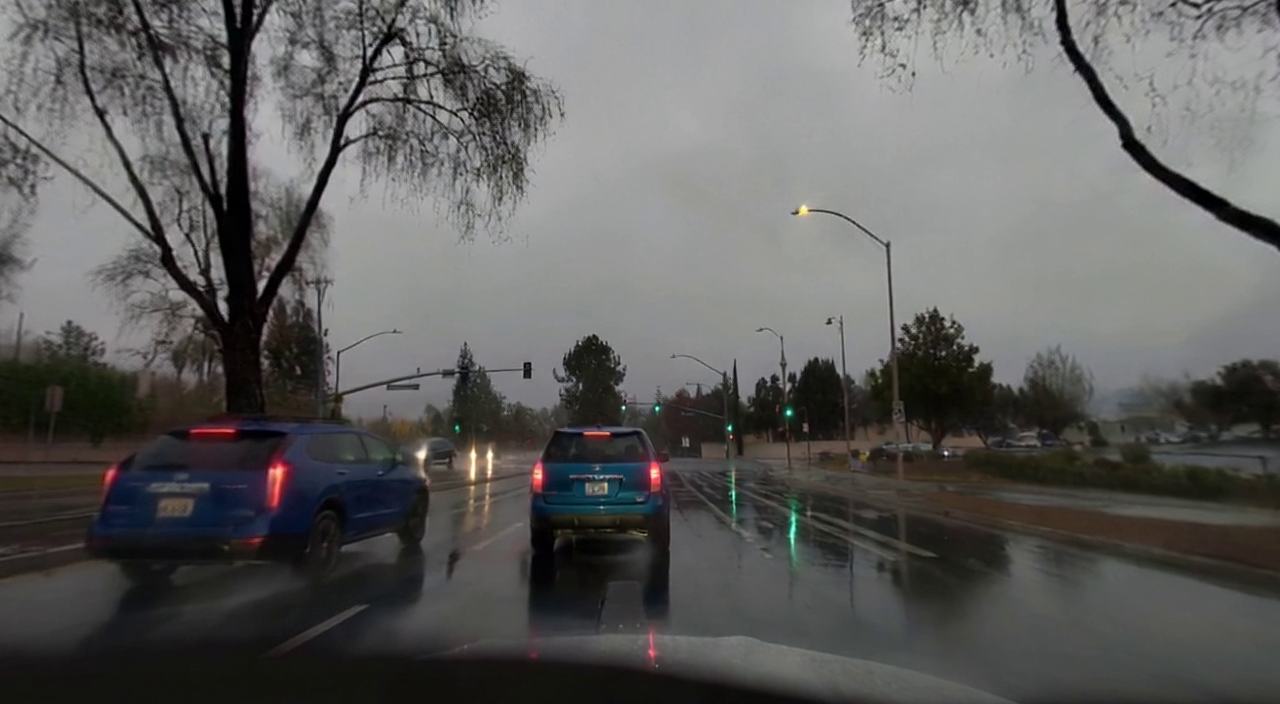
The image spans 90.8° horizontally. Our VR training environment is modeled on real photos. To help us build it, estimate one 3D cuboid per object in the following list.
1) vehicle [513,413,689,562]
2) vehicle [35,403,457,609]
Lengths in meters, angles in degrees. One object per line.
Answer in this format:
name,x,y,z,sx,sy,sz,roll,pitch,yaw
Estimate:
vehicle,-0.438,2.021,10.236,2.131,1.793,5.016,0,-8,1
vehicle,-3.908,1.595,7.488,2.009,1.673,4.454,0,-8,2
